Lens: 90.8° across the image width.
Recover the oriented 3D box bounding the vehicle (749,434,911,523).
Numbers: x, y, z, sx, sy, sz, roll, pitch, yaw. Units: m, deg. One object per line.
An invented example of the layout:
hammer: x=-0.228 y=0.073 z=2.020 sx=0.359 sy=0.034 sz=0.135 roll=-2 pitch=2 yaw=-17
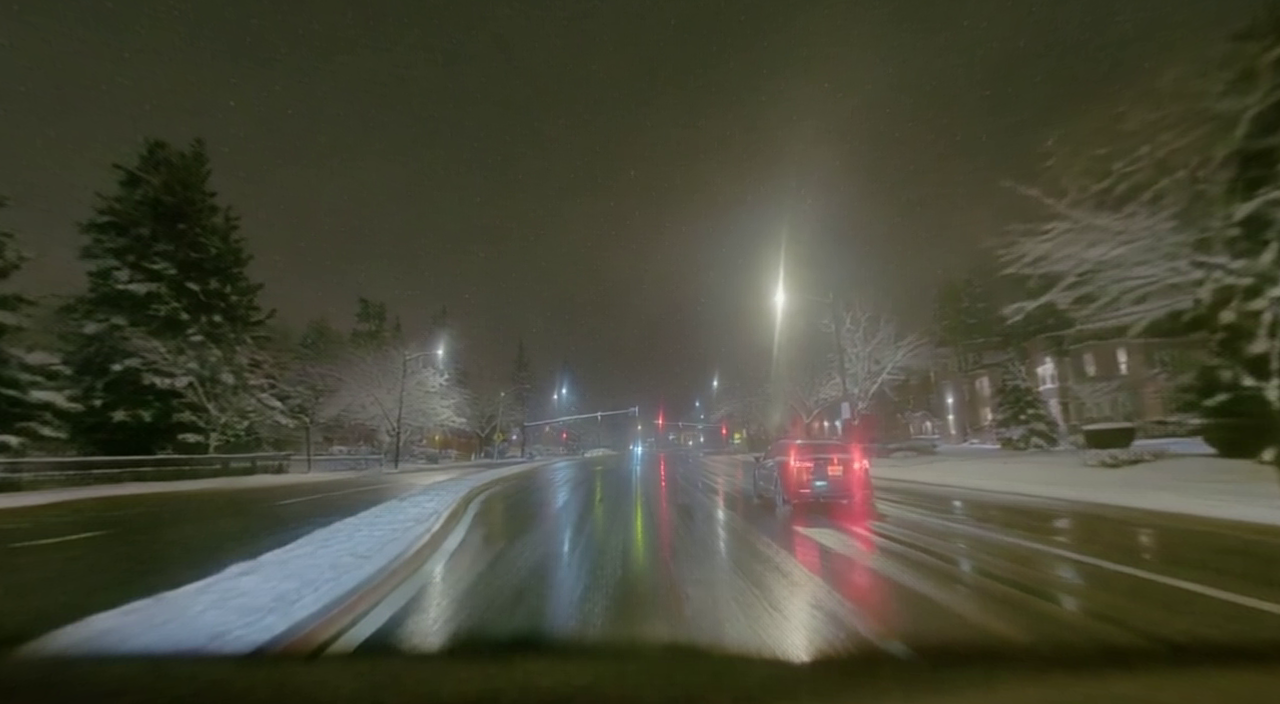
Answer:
vehicle: x=3.510 y=2.417 z=12.575 sx=1.852 sy=1.453 sz=4.083 roll=0 pitch=-9 yaw=-1
